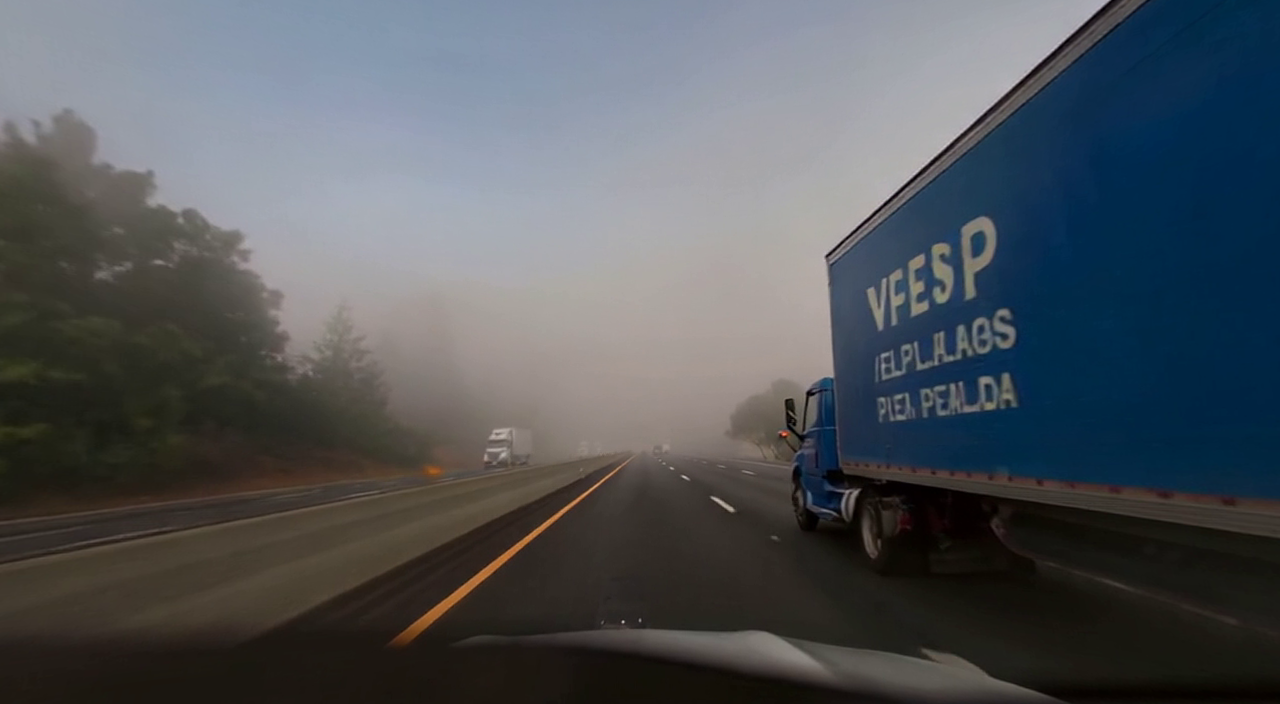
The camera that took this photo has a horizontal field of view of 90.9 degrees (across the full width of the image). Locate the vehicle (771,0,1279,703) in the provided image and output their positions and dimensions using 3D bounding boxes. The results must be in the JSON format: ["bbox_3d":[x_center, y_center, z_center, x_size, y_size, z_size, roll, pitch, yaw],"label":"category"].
[{"bbox_3d":[3.862,0.212,7.002,2.982,4.164,7.753,0,-9,-1],"label":"vehicle"}]
